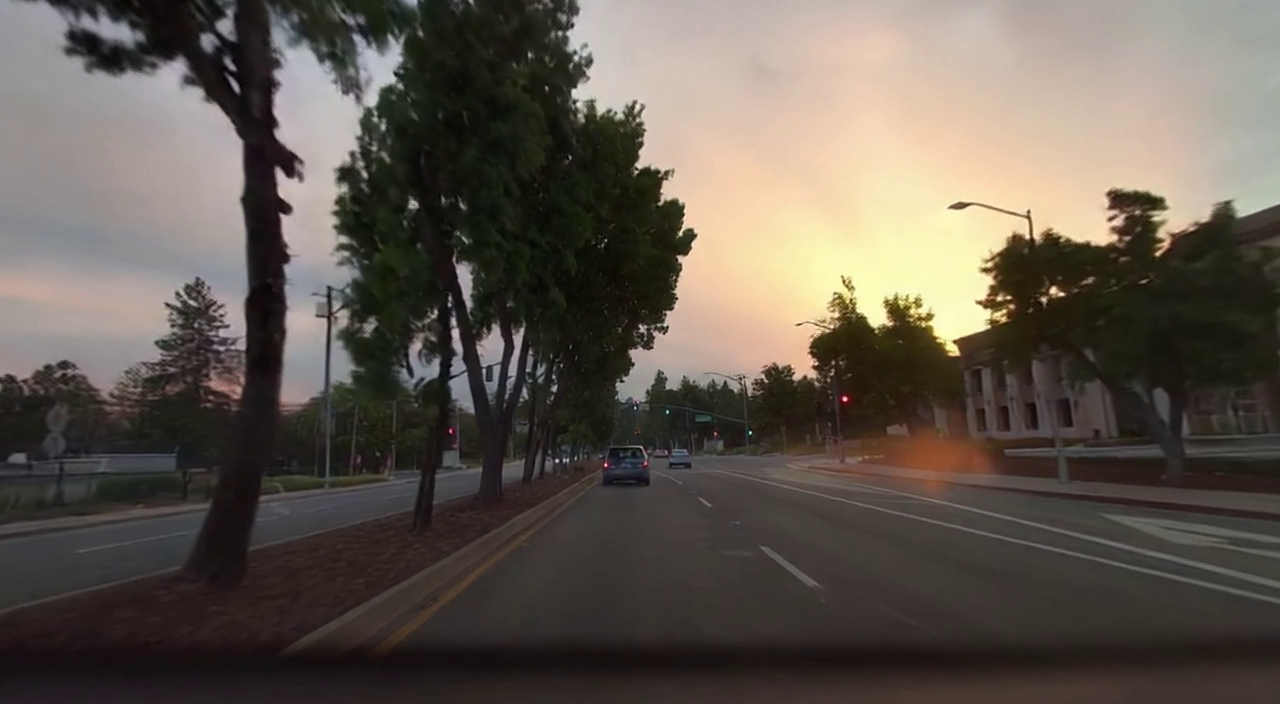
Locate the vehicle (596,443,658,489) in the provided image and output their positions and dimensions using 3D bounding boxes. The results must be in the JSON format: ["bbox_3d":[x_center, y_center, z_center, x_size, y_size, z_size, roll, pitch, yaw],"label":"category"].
[{"bbox_3d":[-0.470,4.388,24.639,2.181,1.639,4.127,0,-9,0],"label":"vehicle"}]
